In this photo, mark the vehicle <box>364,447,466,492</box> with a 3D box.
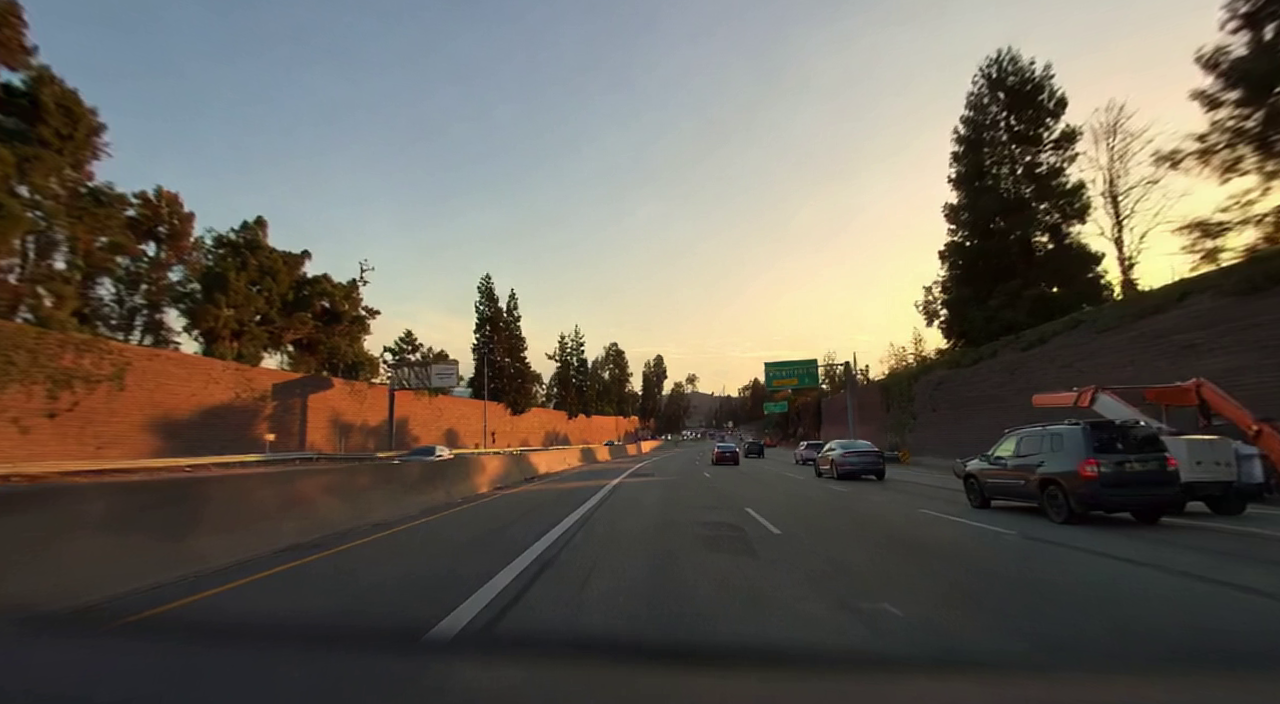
[{"bbox_3d":[-8.323,4.367,23.882,1.904,1.458,4.723,-1,-8,3],"label":"vehicle"}]

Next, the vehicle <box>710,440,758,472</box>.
[{"bbox_3d":[4.686,5.244,32.064,1.926,1.477,4.080,-1,-8,2],"label":"vehicle"}]

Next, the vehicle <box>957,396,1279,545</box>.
[{"bbox_3d":[8.065,1.940,11.019,2.188,1.924,5.511,0,-8,1],"label":"vehicle"}]
